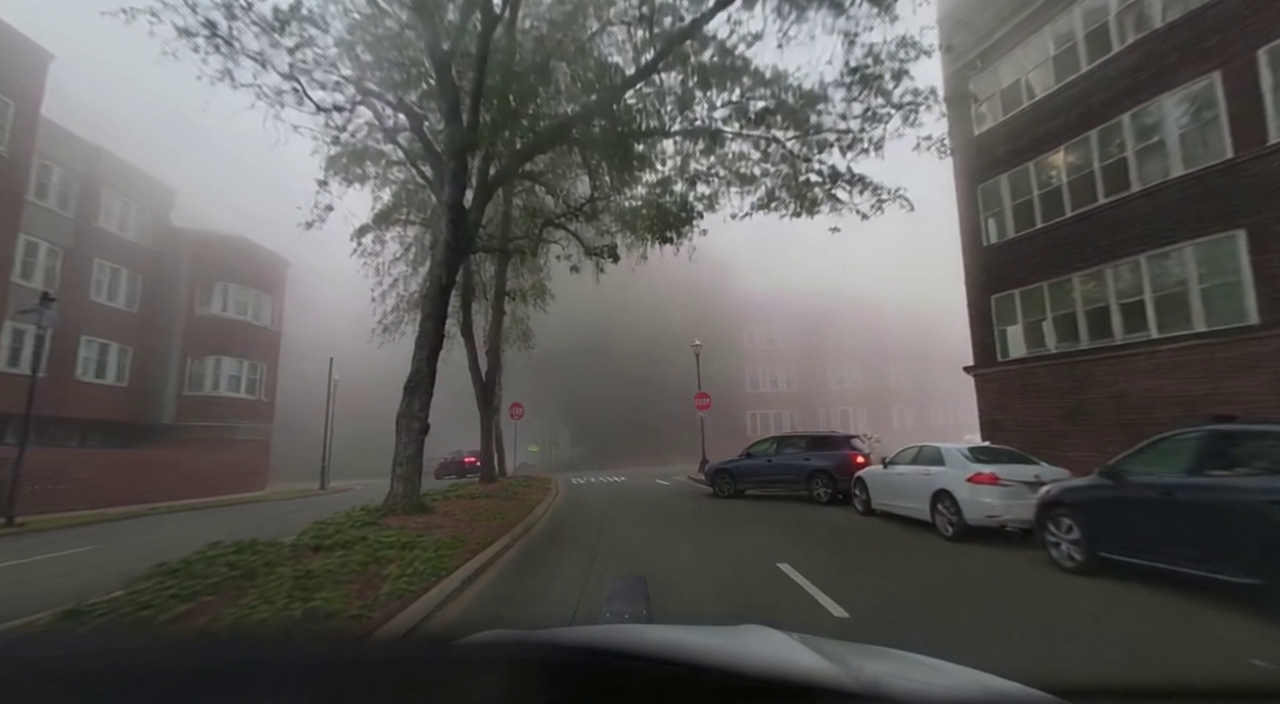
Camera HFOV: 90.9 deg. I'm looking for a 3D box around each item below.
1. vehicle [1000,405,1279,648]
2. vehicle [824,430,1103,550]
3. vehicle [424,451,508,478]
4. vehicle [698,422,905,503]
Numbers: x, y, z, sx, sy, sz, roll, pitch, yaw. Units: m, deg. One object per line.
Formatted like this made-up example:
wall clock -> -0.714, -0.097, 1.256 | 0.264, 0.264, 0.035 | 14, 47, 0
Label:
vehicle -> 4.988, 1.186, 4.517 | 1.989, 1.503, 4.594 | 0, -9, -2
vehicle -> 4.784, 2.073, 10.435 | 1.758, 1.454, 5.088 | 0, -8, -2
vehicle -> -10.681, 6.861, 38.652 | 4.654, 1.503, 1.951 | -3, -8, 19
vehicle -> 3.613, 2.659, 15.150 | 2.065, 1.529, 4.709 | 1, -10, -28
